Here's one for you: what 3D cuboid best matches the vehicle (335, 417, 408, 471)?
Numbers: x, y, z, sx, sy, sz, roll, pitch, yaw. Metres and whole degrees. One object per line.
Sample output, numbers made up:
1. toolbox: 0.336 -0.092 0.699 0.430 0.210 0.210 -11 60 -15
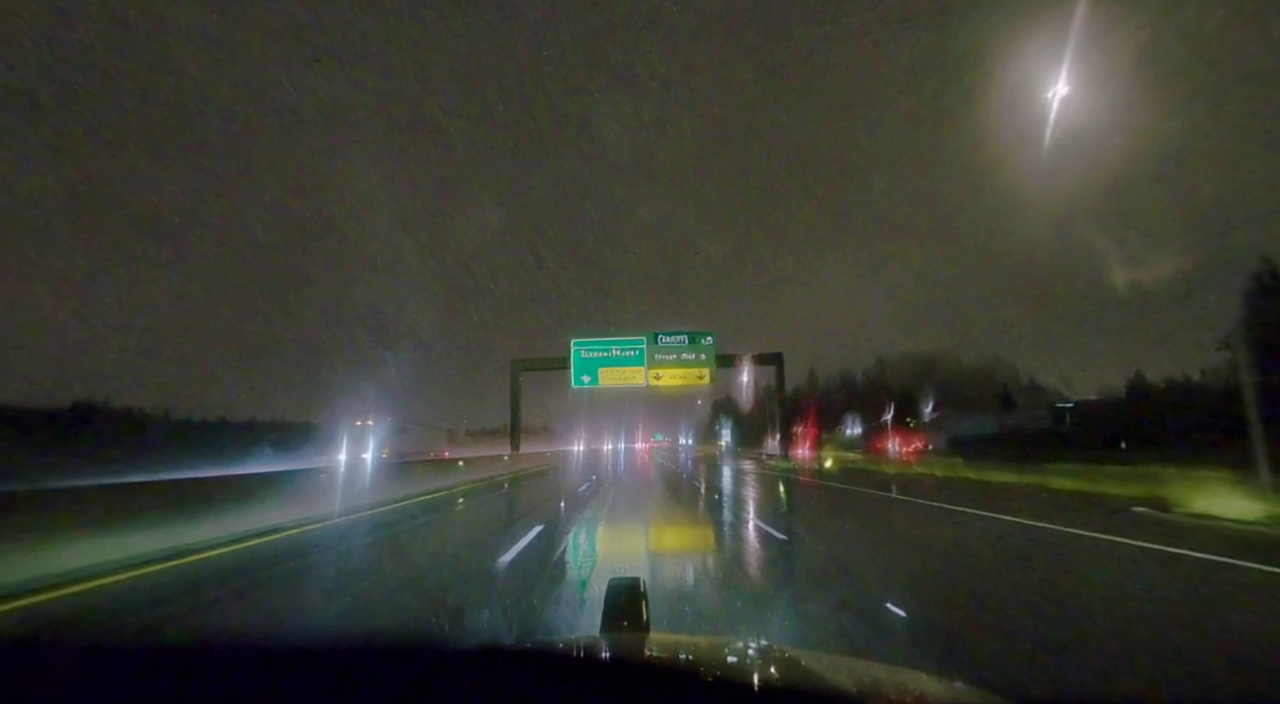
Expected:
1. vehicle: -20.773 7.199 49.036 2.951 3.866 6.101 0 -8 0
